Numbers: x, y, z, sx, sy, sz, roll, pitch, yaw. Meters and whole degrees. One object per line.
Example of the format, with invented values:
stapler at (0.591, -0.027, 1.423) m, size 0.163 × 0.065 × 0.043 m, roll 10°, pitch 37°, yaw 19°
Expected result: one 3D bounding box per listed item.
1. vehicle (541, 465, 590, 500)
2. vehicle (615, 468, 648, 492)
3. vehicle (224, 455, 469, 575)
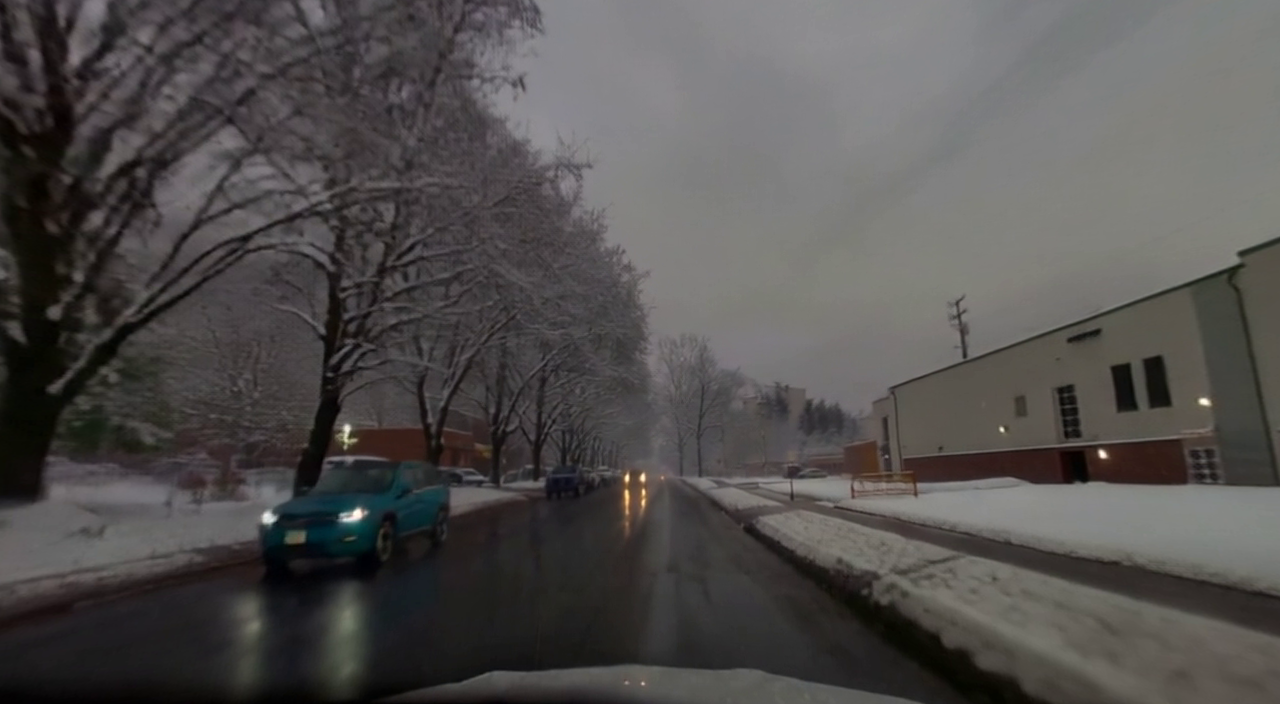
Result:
vehicle at (-3.648, 6.495, 31.560) m, size 2.011 × 1.596 × 3.760 m, roll -1°, pitch -10°, yaw 0°
vehicle at (-0.511, 8.482, 41.860) m, size 1.978 × 1.453 × 4.314 m, roll 1°, pitch -11°, yaw 2°
vehicle at (-4.446, 2.523, 10.425) m, size 1.903 × 1.542 × 4.115 m, roll -1°, pitch -10°, yaw 3°
